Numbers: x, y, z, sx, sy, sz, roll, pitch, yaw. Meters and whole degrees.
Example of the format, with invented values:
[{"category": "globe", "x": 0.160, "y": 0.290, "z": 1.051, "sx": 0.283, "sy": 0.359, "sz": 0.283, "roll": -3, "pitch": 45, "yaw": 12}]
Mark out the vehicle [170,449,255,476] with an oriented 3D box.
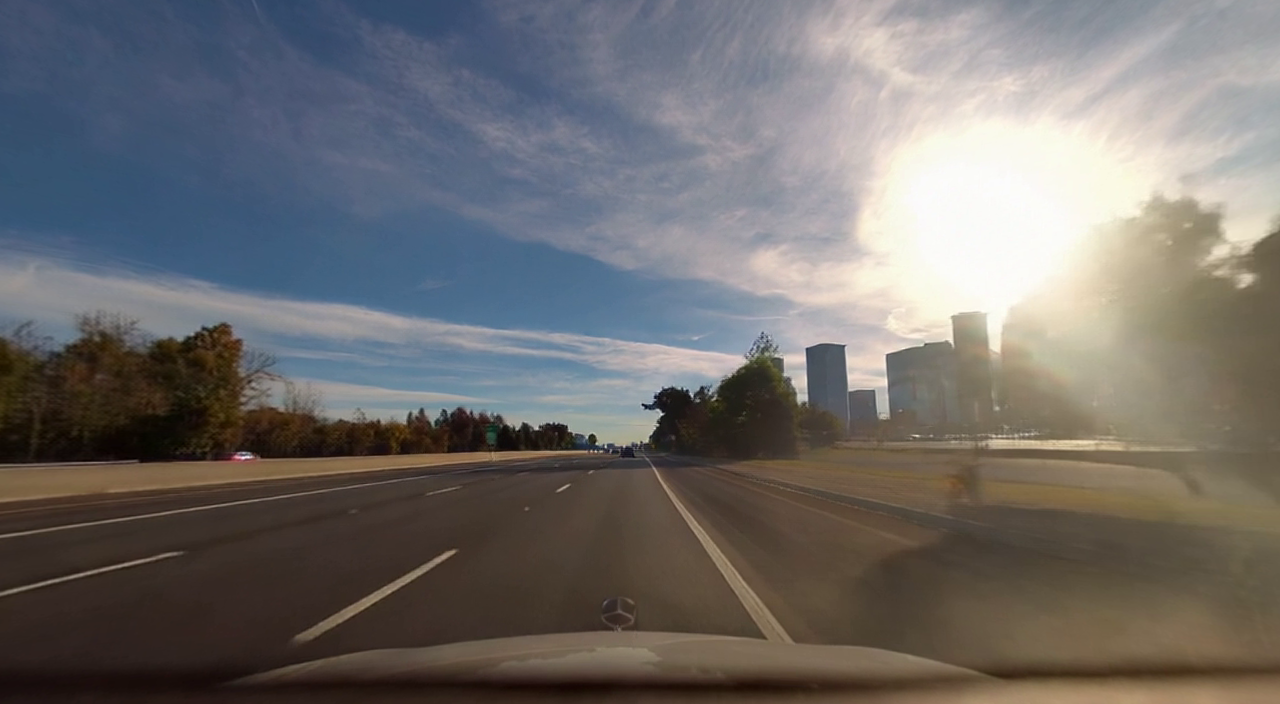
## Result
[{"category": "vehicle", "x": -26.524, "y": 6.873, "z": 39.445, "sx": 1.923, "sy": 1.563, "sz": 4.762, "roll": 0, "pitch": -9, "yaw": 1}]
